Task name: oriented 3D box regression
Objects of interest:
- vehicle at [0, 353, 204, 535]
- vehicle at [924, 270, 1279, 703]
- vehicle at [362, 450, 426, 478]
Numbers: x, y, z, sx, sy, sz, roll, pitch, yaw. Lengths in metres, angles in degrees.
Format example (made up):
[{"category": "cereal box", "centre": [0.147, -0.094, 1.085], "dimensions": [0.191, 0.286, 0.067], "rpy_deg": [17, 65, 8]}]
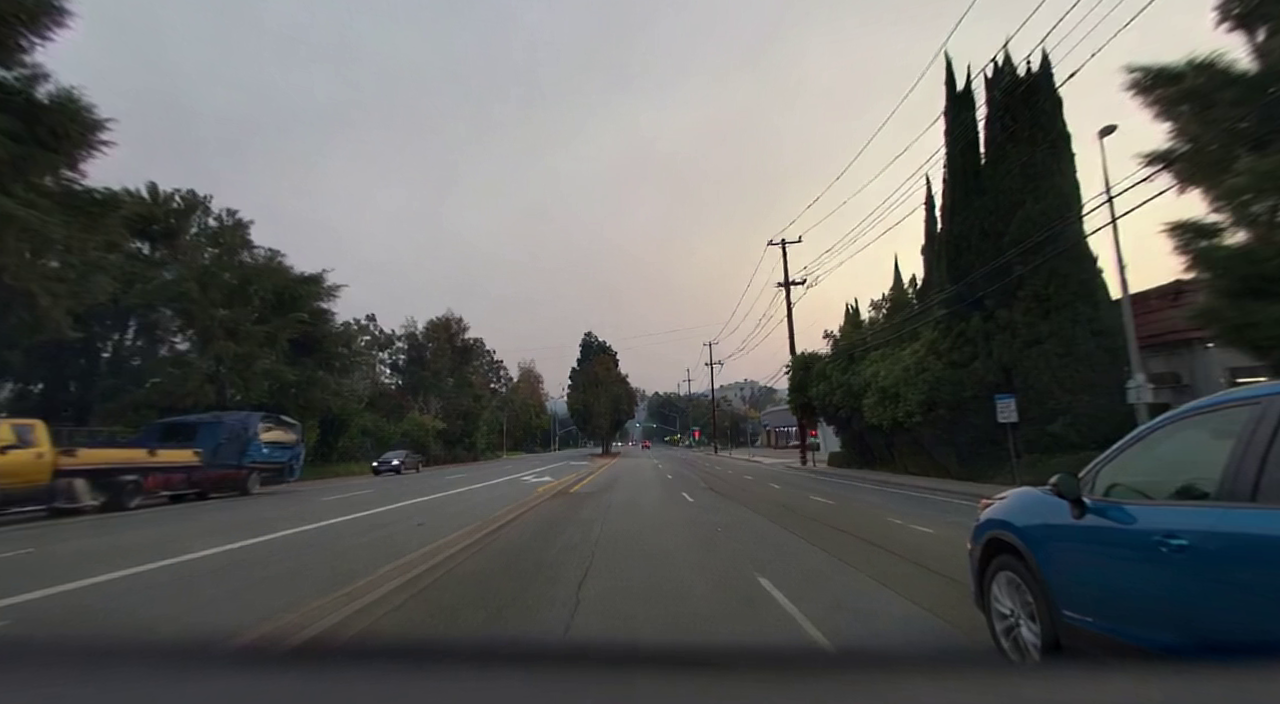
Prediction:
[{"category": "vehicle", "centre": [-13.972, 1.989, 13.595], "dimensions": [2.980, 3.522, 8.459], "rpy_deg": [0, -9, 1]}, {"category": "vehicle", "centre": [3.047, 0.663, 2.016], "dimensions": [2.060, 1.820, 4.713], "rpy_deg": [0, -9, 0]}, {"category": "vehicle", "centre": [-14.274, 6.473, 36.896], "dimensions": [2.015, 1.501, 4.307], "rpy_deg": [0, -9, 0]}]
